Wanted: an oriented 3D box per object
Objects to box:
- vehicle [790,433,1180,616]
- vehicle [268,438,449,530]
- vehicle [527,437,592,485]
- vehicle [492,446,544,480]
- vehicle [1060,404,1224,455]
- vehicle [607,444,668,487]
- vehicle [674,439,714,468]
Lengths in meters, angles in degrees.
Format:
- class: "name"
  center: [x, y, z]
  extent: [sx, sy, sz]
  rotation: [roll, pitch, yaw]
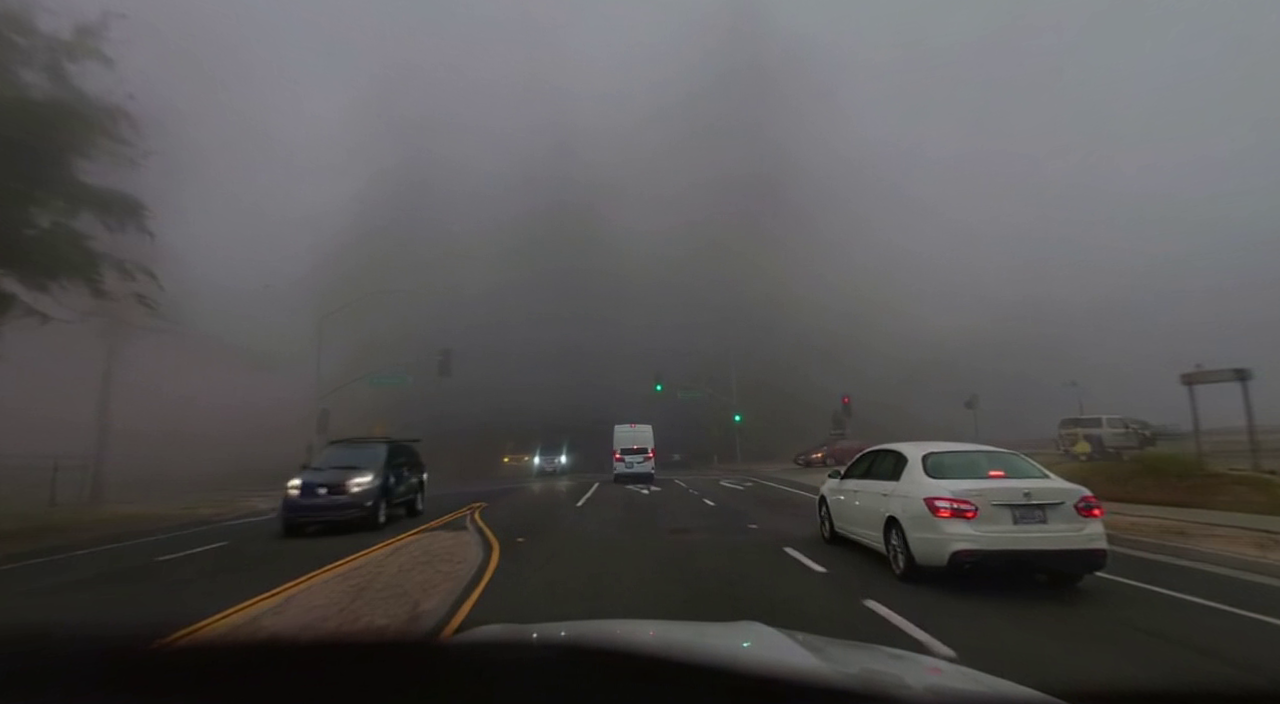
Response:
- class: "vehicle"
  center: [3.319, 1.715, 7.349]
  extent: [1.973, 1.447, 4.402]
  rotation: [0, -8, -1]
- class: "vehicle"
  center: [-6.216, 2.938, 14.741]
  extent: [2.146, 1.768, 4.664]
  rotation: [0, -8, -1]
- class: "vehicle"
  center: [-3.159, 4.409, 25.961]
  extent: [2.083, 1.741, 5.530]
  rotation: [0, -8, -1]
- class: "vehicle"
  center: [-6.445, 5.907, 33.849]
  extent: [2.051, 1.663, 4.031]
  rotation: [0, -8, -1]
- class: "vehicle"
  center: [18.514, 2.971, 23.723]
  extent: [2.012, 1.690, 5.034]
  rotation: [0, -8, 0]
- class: "vehicle"
  center: [-0.119, 4.237, 24.004]
  extent: [2.114, 1.483, 4.207]
  rotation: [0, -8, -1]
- class: "vehicle"
  center: [3.681, 7.019, 43.818]
  extent: [2.187, 1.847, 4.553]
  rotation: [0, -8, -2]
